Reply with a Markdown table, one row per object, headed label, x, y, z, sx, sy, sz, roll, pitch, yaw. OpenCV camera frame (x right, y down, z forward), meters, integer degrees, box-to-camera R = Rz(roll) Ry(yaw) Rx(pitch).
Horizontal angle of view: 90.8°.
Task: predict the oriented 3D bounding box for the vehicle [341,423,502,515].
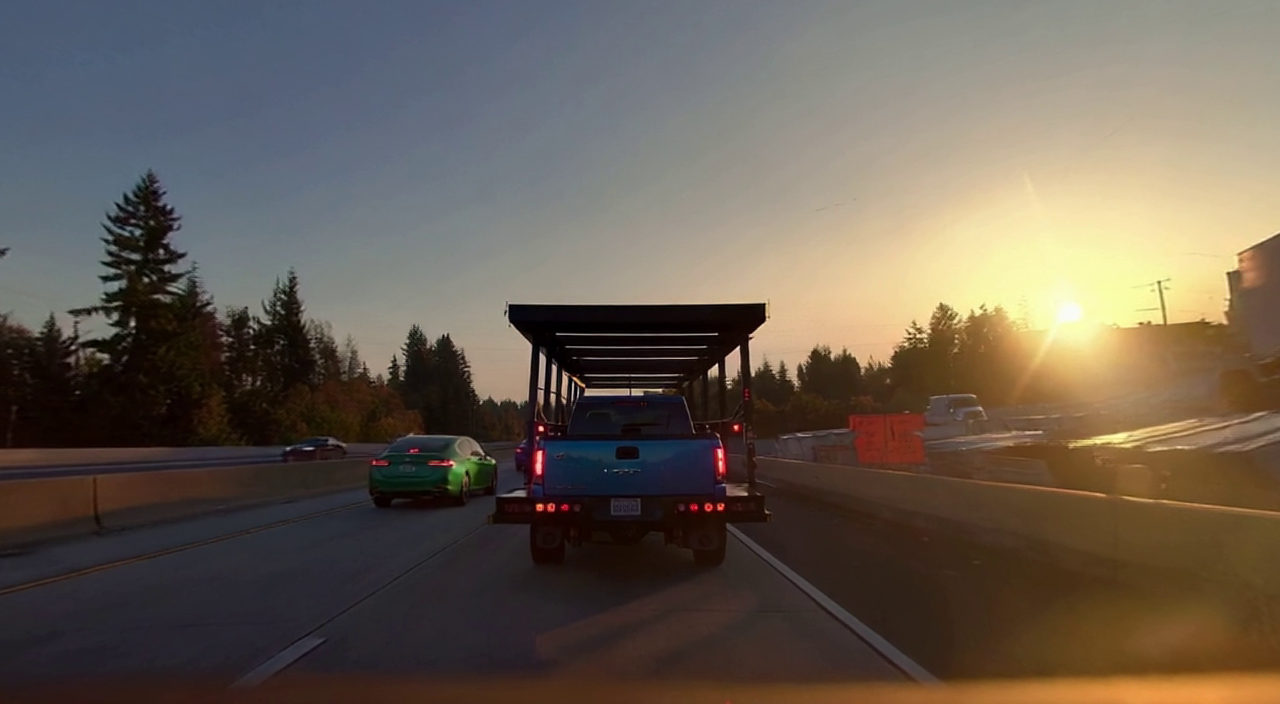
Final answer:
| label | x | y | z | sx | sy | sz | roll | pitch | yaw |
| --- | --- | --- | --- | --- | --- | --- | --- | --- | --- |
| vehicle | -4.511 | 2.487 | 13.919 | 2.057 | 1.665 | 4.572 | 0 | -9 | -2 |

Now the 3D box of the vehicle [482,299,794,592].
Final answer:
| label | x | y | z | sx | sy | sz | roll | pitch | yaw |
| --- | --- | --- | --- | --- | --- | --- | --- | --- | --- |
| vehicle | -0.203 | 1.584 | 10.867 | 2.735 | 2.597 | 10.435 | 0 | -9 | -2 |

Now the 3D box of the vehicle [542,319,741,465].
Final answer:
| label | x | y | z | sx | sy | sz | roll | pitch | yaw |
| --- | --- | --- | --- | --- | --- | --- | --- | --- | --- |
| vehicle | -0.077 | 0.781 | 9.261 | 2.156 | 1.604 | 4.680 | 0 | -9 | -2 |

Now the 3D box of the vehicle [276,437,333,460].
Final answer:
| label | x | y | z | sx | sy | sz | roll | pitch | yaw |
| --- | --- | --- | --- | --- | --- | --- | --- | --- | --- |
| vehicle | -23.380 | 6.771 | 44.220 | 1.826 | 1.485 | 4.128 | 0 | -9 | -3 |
